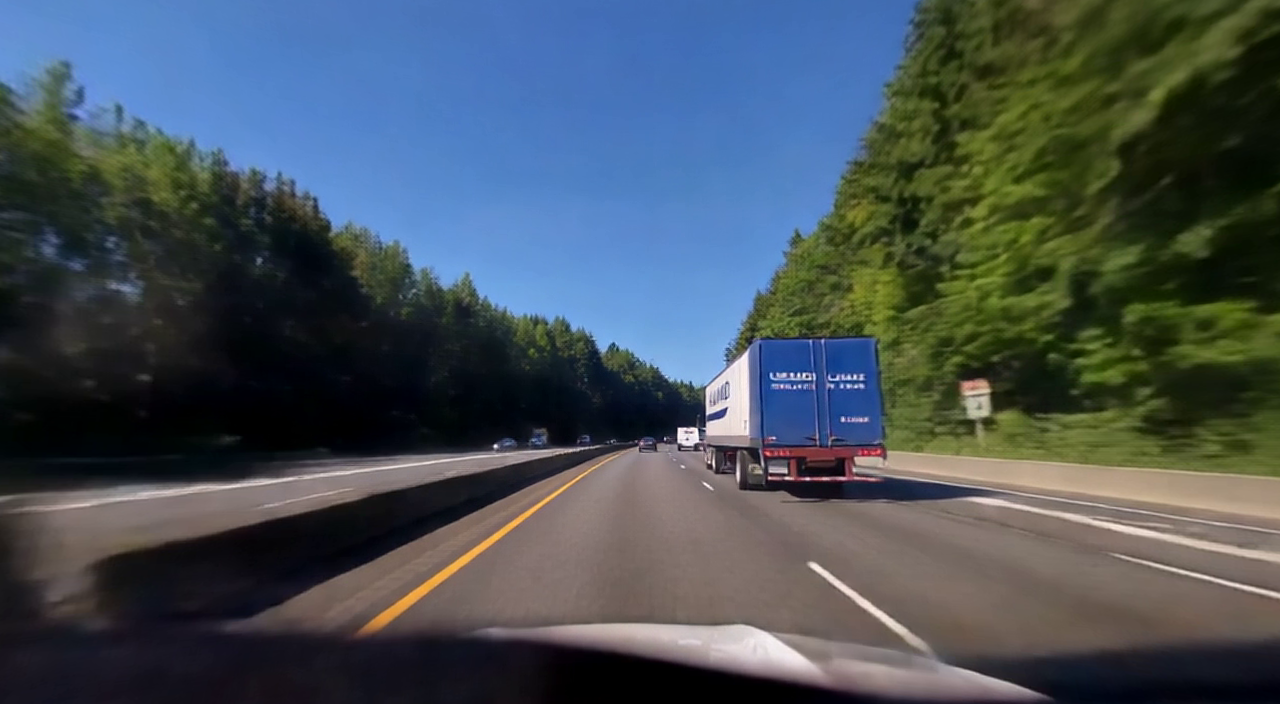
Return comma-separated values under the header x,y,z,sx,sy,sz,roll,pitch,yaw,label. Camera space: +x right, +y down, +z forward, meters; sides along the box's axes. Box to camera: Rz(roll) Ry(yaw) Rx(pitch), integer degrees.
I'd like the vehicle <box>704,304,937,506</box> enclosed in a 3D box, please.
x,y,z,sx,sy,sz,roll,pitch,yaw,label
4.314,1.934,19.634,3.171,4.072,13.784,0,-7,0,vehicle

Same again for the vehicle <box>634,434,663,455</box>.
x,y,z,sx,sy,sz,roll,pitch,yaw,label
0.636,7.251,49.602,2.209,1.499,4.144,0,-7,0,vehicle
